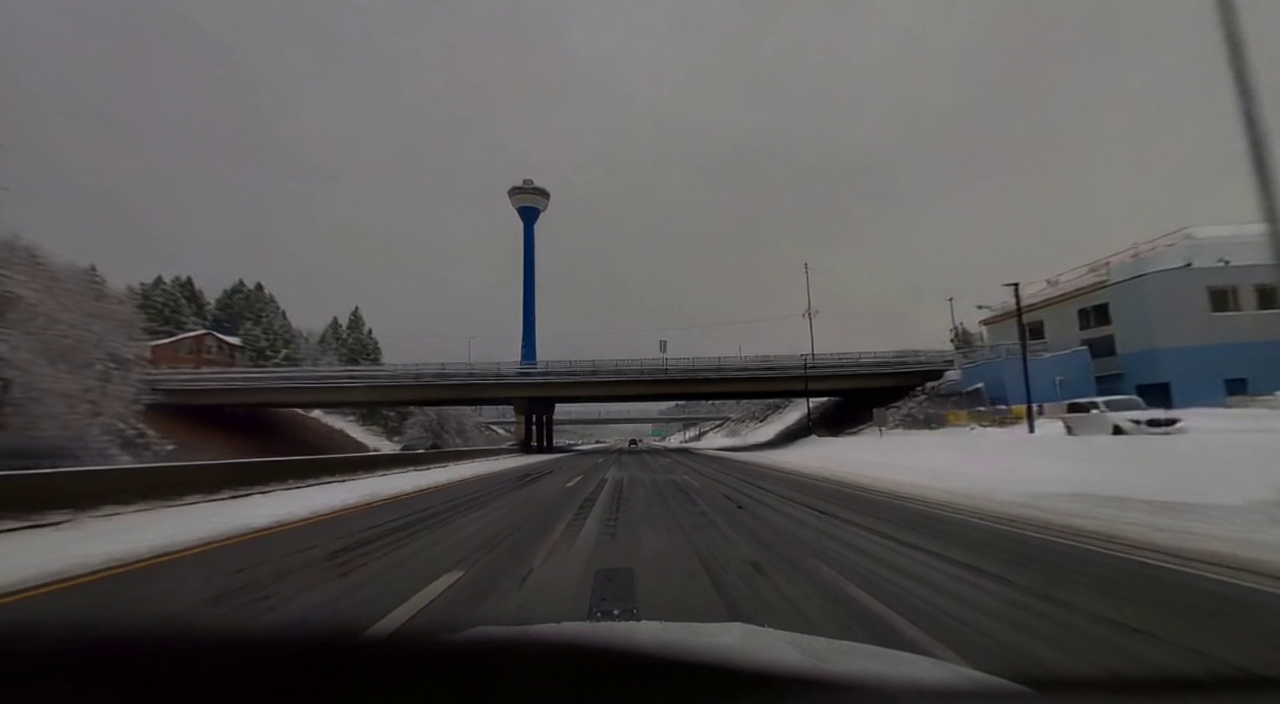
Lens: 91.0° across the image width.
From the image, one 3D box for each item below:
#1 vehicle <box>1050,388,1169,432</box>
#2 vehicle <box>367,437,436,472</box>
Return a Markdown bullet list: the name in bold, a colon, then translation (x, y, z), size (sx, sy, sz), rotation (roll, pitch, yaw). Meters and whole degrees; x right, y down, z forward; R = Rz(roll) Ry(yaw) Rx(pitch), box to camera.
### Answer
- **vehicle**: translation (22.719, 2.906, 30.766), size (2.046, 1.878, 4.733), rotation (0, -8, -1)
- **vehicle**: translation (-12.161, 5.230, 32.387), size (1.933, 1.619, 4.153), rotation (-1, -8, 0)
